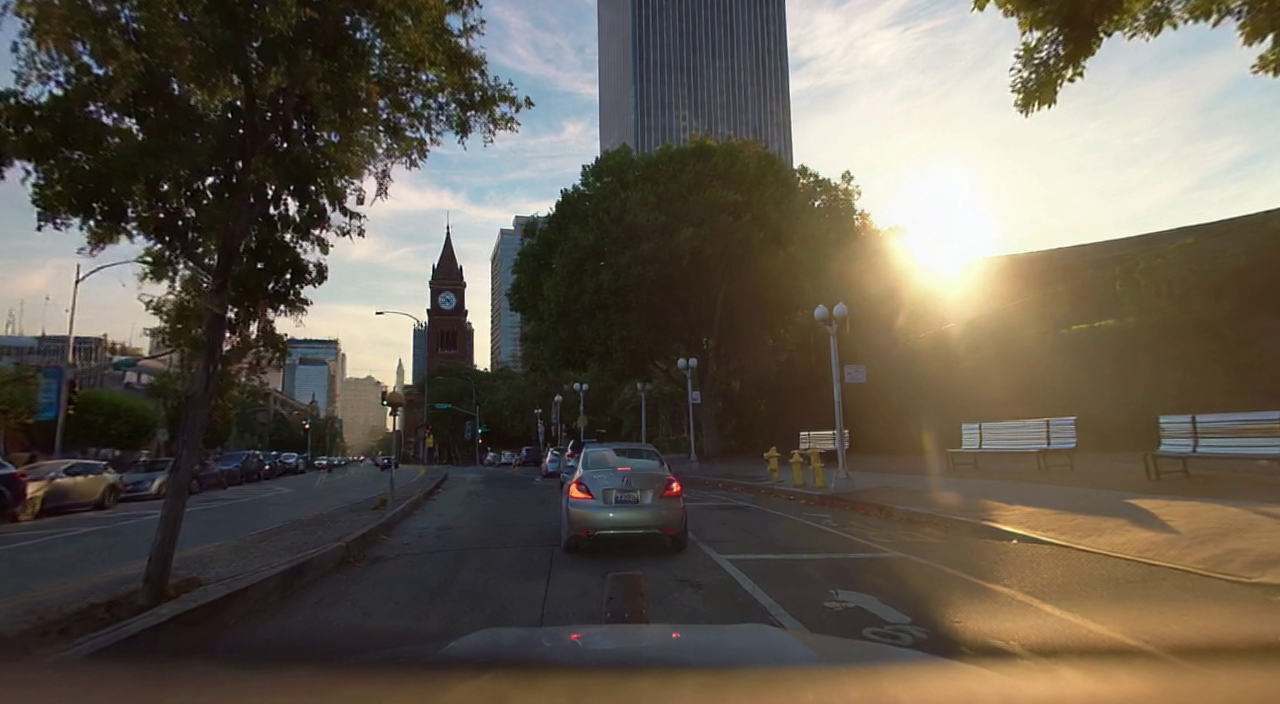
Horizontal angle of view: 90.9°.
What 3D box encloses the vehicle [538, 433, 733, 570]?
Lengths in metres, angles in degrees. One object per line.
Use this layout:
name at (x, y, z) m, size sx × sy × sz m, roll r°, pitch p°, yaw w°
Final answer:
vehicle at (-0.232, 1.941, 9.015) m, size 2.142 × 1.475 × 4.051 m, roll 1°, pitch -8°, yaw -5°
